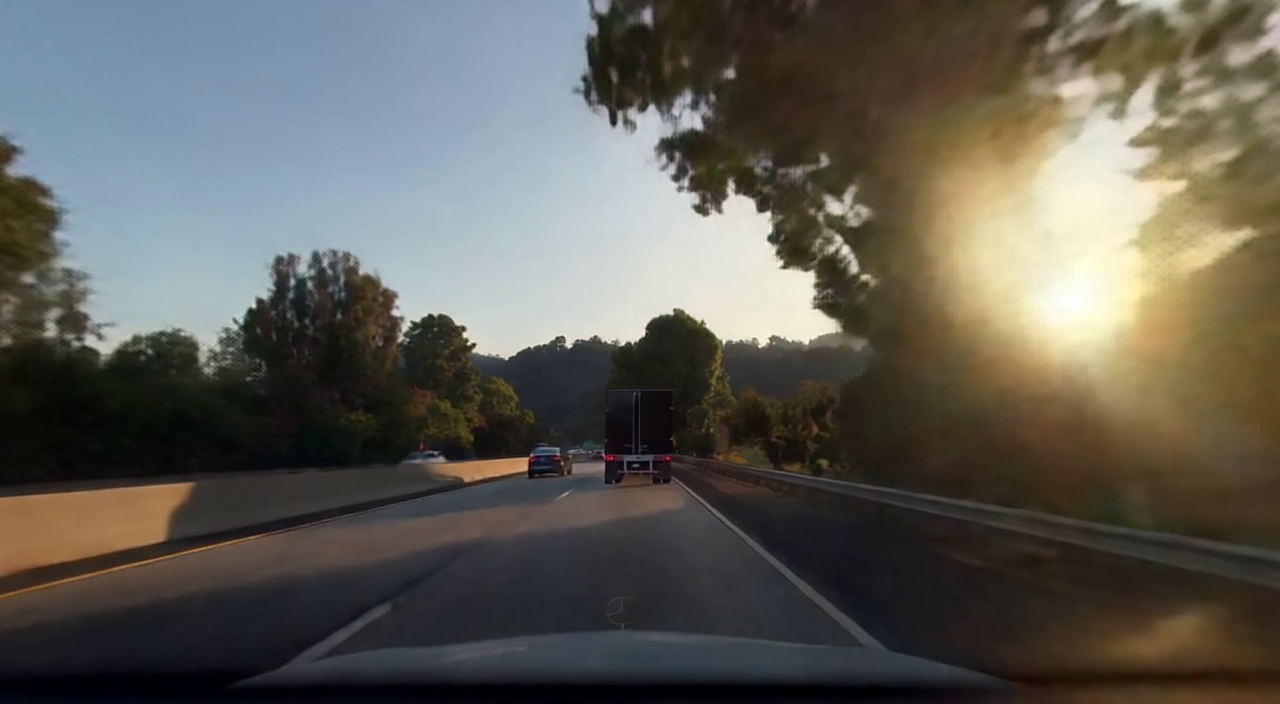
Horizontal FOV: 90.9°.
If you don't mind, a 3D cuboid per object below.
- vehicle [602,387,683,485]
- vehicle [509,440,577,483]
[{"bbox_3d":[-0.010,3.696,27.183,2.913,3.530,8.648,0,-9,-1],"label":"vehicle"},{"bbox_3d":[-3.965,4.571,26.562,2.160,1.661,4.388,0,-9,0],"label":"vehicle"}]
